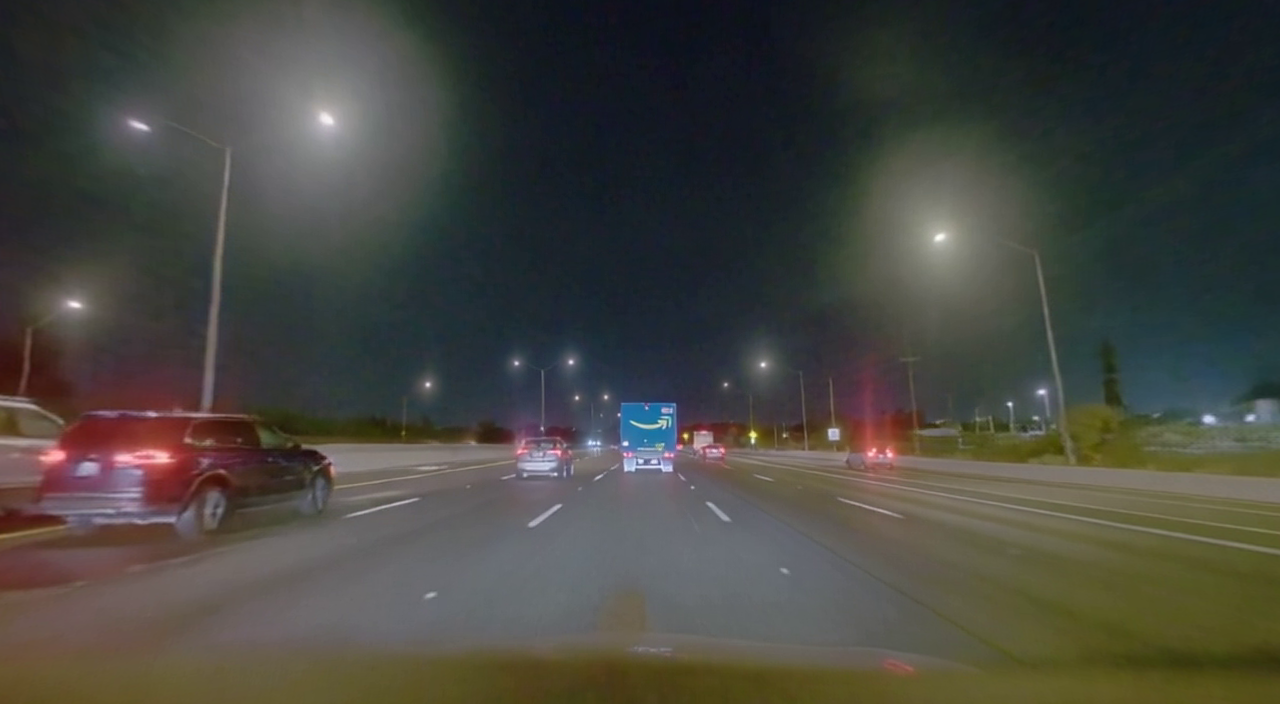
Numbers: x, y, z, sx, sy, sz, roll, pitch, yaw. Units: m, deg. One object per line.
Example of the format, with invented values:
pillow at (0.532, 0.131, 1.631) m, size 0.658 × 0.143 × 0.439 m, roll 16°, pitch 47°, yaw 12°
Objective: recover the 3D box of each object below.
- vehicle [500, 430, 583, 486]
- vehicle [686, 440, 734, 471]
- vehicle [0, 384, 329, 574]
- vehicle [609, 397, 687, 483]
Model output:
vehicle at (-3.180, 3.545, 21.338) m, size 2.095 × 1.688 × 4.188 m, roll 0°, pitch -9°, yaw 0°
vehicle at (3.703, 5.546, 33.896) m, size 1.970 × 1.499 × 4.491 m, roll 1°, pitch -8°, yaw -1°
vehicle at (-6.730, 1.620, 8.815) m, size 2.101 × 1.858 × 5.071 m, roll 0°, pitch -8°, yaw 0°
vehicle at (0.251, 3.273, 23.221) m, size 2.456 × 2.705 × 6.251 m, roll 0°, pitch -9°, yaw 0°
